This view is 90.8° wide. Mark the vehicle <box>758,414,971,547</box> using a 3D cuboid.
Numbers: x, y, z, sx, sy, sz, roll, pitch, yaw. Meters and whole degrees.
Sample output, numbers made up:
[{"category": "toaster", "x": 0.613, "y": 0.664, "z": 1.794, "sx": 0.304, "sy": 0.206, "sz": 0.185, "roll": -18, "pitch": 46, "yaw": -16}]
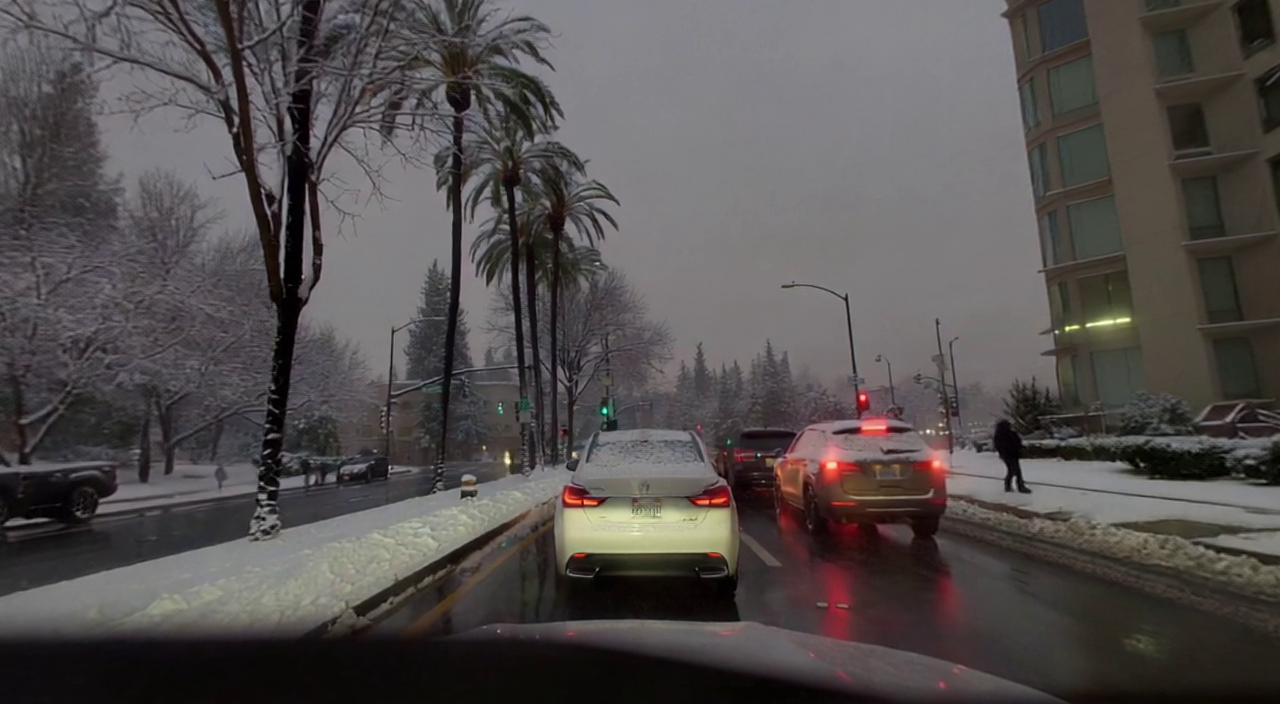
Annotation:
[{"category": "vehicle", "x": 3.374, "y": 2.020, "z": 10.564, "sx": 2.003, "sy": 1.733, "sz": 4.319, "roll": 0, "pitch": -8, "yaw": 1}]

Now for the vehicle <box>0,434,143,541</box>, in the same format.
[{"category": "vehicle", "x": -13.057, "y": 2.718, "z": 12.293, "sx": 2.240, "sy": 1.964, "sz": 5.707, "roll": -6, "pitch": -8, "yaw": 0}]

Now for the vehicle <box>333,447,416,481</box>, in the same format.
[{"category": "vehicle", "x": -13.176, "y": 5.566, "z": 31.723, "sx": 1.965, "sy": 1.507, "sz": 4.725, "roll": -1, "pitch": -8, "yaw": 2}]

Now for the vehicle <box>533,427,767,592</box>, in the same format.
[{"category": "vehicle", "x": 0.133, "y": 1.714, "z": 7.715, "sx": 2.088, "sy": 1.452, "sz": 3.993, "roll": 0, "pitch": -8, "yaw": 1}]
